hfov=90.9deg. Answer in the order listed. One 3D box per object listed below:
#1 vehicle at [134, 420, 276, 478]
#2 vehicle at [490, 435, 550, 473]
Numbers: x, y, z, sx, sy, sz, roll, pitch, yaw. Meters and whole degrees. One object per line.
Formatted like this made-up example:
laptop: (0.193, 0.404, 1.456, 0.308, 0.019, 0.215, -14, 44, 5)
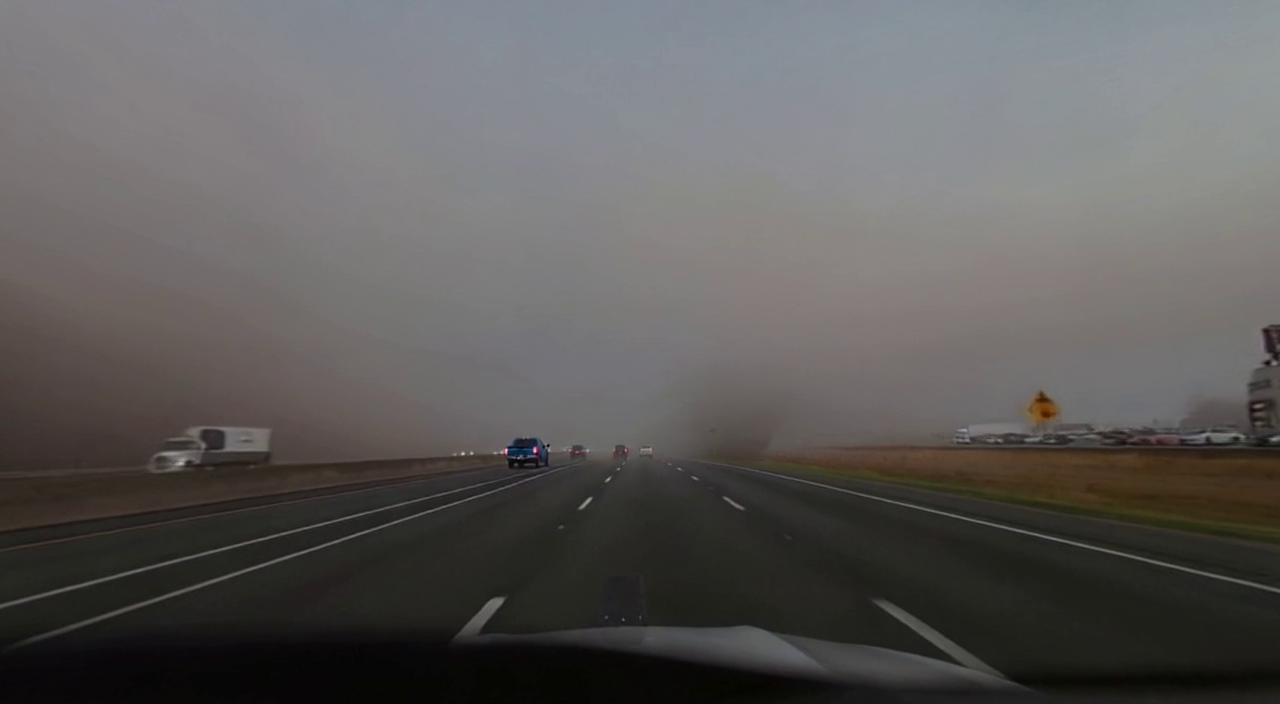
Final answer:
vehicle: (-33.418, 7.537, 49.335, 2.940, 3.942, 11.262, 0, -8, 0)
vehicle: (-6.529, 5.617, 35.050, 2.156, 1.911, 5.956, 0, -8, 0)
